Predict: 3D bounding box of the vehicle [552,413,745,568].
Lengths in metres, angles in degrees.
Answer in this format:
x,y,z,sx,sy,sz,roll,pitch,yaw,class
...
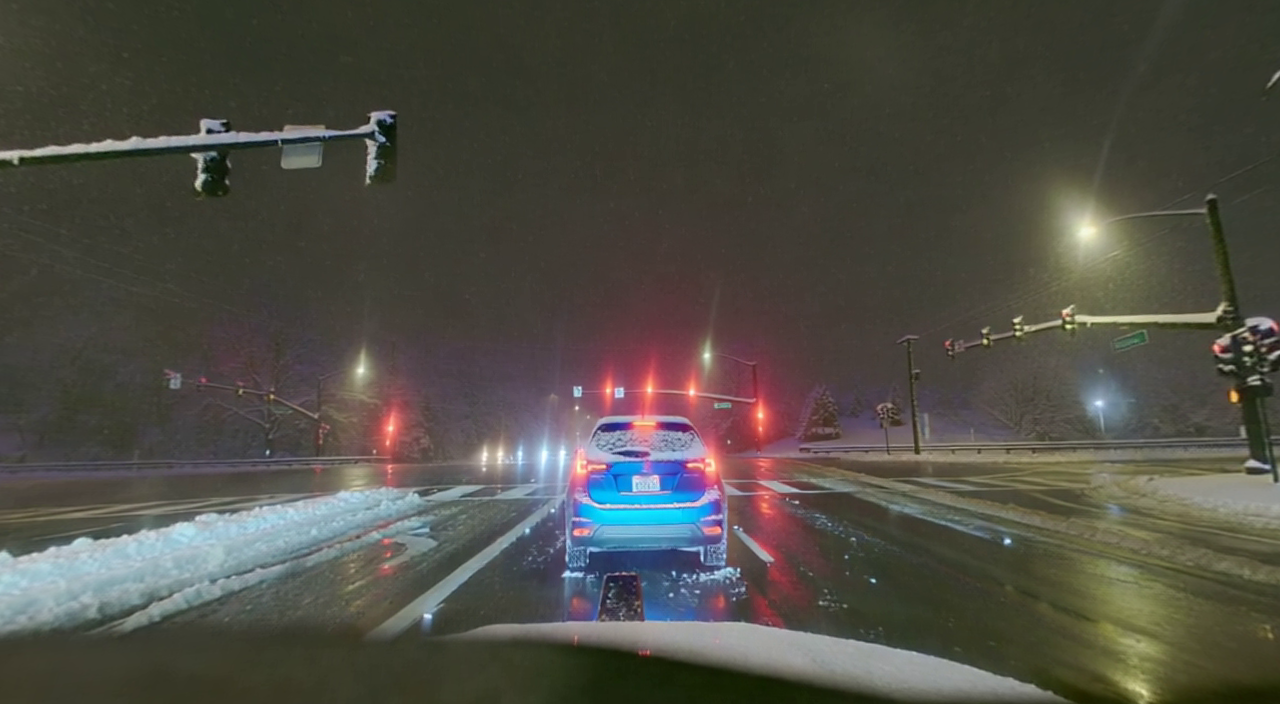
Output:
x,y,z,sx,sy,sz,roll,pitch,yaw,class
0.048,1.755,8.710,2.027,1.626,3.942,0,-8,-1,vehicle
